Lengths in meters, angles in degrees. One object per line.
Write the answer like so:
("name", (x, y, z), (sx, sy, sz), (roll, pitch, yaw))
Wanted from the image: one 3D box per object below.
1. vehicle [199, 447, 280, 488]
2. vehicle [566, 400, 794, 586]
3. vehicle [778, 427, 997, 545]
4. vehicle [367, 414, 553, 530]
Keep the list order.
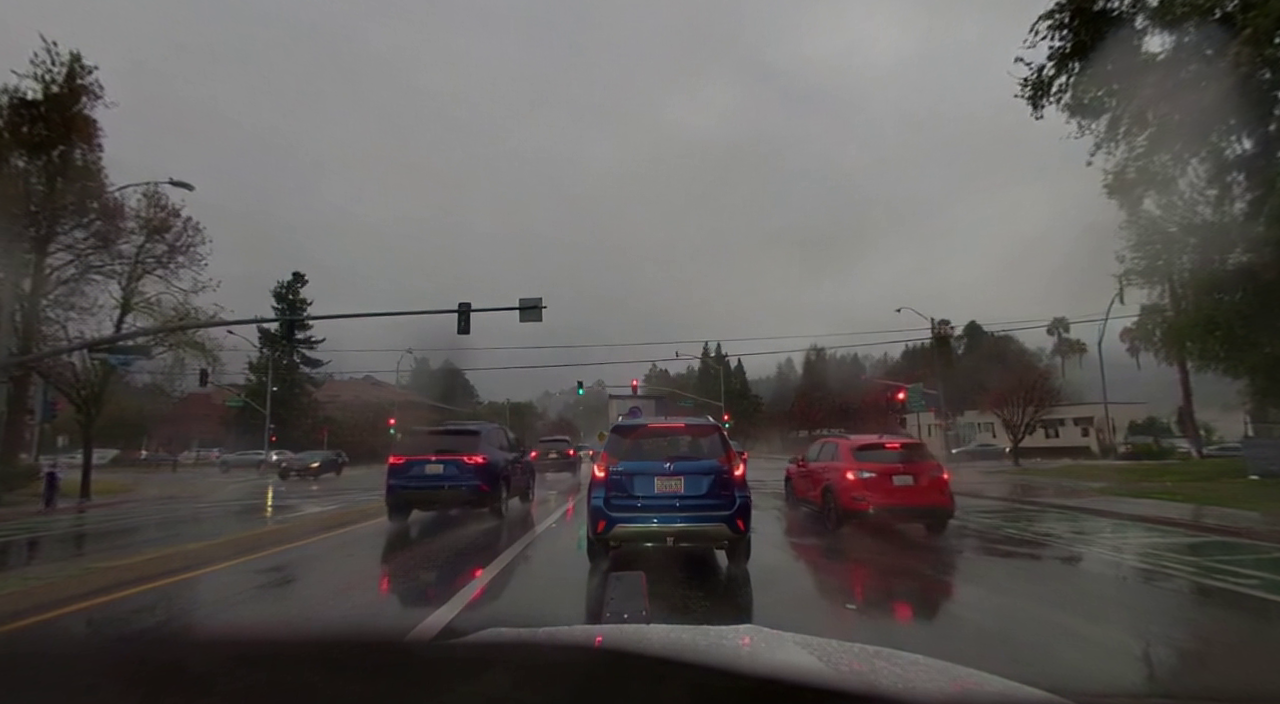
("vehicle", (-17.578, 4.988, 27.583), (4.395, 1.636, 1.926), (-8, -12, 44))
("vehicle", (0.374, 1.669, 8.274), (2.172, 1.764, 4.338), (0, -8, 0))
("vehicle", (3.815, 2.120, 10.635), (1.954, 1.592, 3.992), (0, -8, -2))
("vehicle", (-3.207, 2.270, 12.506), (2.209, 1.828, 4.847), (0, -9, 0))
